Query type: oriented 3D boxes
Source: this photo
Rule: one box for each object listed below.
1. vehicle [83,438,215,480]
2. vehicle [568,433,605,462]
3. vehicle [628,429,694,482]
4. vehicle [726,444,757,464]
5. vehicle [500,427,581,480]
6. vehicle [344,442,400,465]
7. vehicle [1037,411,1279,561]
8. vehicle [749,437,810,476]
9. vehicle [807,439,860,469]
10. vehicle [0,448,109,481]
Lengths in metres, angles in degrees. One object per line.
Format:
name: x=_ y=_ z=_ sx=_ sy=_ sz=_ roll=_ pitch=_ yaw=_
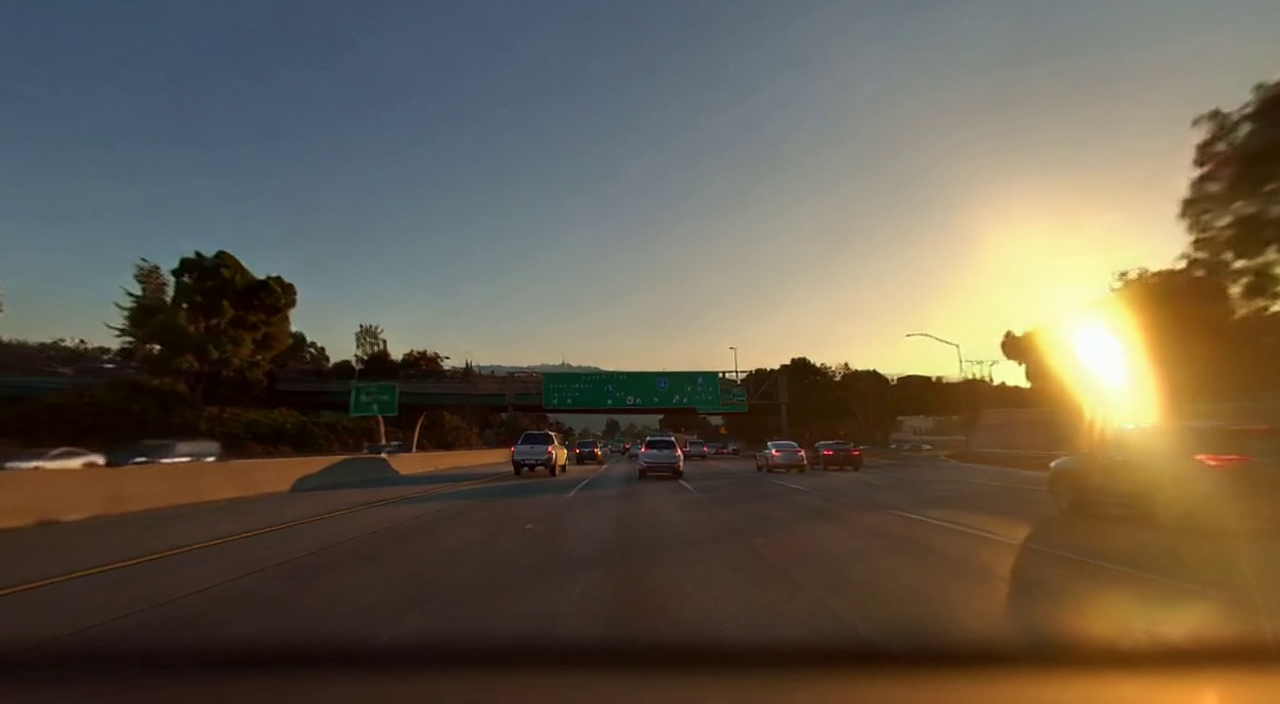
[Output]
vehicle: x=-21.345 y=4.658 z=27.681 sx=1.998 sy=1.691 sz=4.552 roll=0 pitch=-9 yaw=2
vehicle: x=-4.077 y=7.473 z=49.163 sx=2.317 sy=2.049 sz=5.746 roll=0 pitch=-9 yaw=1
vehicle: x=0.759 y=3.773 z=23.090 sx=2.181 sy=1.728 sz=3.970 roll=0 pitch=-9 yaw=2
vehicle: x=7.923 y=8.001 z=49.451 sx=1.815 sy=1.479 sz=3.892 roll=0 pitch=-9 yaw=0
vehicle: x=-3.656 y=3.871 z=24.128 sx=2.199 sy=1.777 sz=4.790 roll=0 pitch=-9 yaw=2
vehicle: x=-20.893 y=7.922 z=49.323 sx=2.104 sy=1.702 sz=4.818 roll=0 pitch=-9 yaw=2
vehicle: x=7.712 y=1.711 z=8.603 sx=1.989 sy=1.569 sz=3.964 roll=0 pitch=-9 yaw=0
vehicle: x=6.584 y=4.983 z=30.176 sx=2.022 sy=1.682 sz=4.226 roll=0 pitch=-9 yaw=2
vehicle: x=12.189 y=6.431 z=39.946 sx=2.010 sy=1.765 sz=4.375 roll=0 pitch=-9 yaw=0
vehicle: x=-29.436 y=5.575 z=31.467 sx=1.844 sy=1.492 sz=4.509 roll=0 pitch=-9 yaw=0
